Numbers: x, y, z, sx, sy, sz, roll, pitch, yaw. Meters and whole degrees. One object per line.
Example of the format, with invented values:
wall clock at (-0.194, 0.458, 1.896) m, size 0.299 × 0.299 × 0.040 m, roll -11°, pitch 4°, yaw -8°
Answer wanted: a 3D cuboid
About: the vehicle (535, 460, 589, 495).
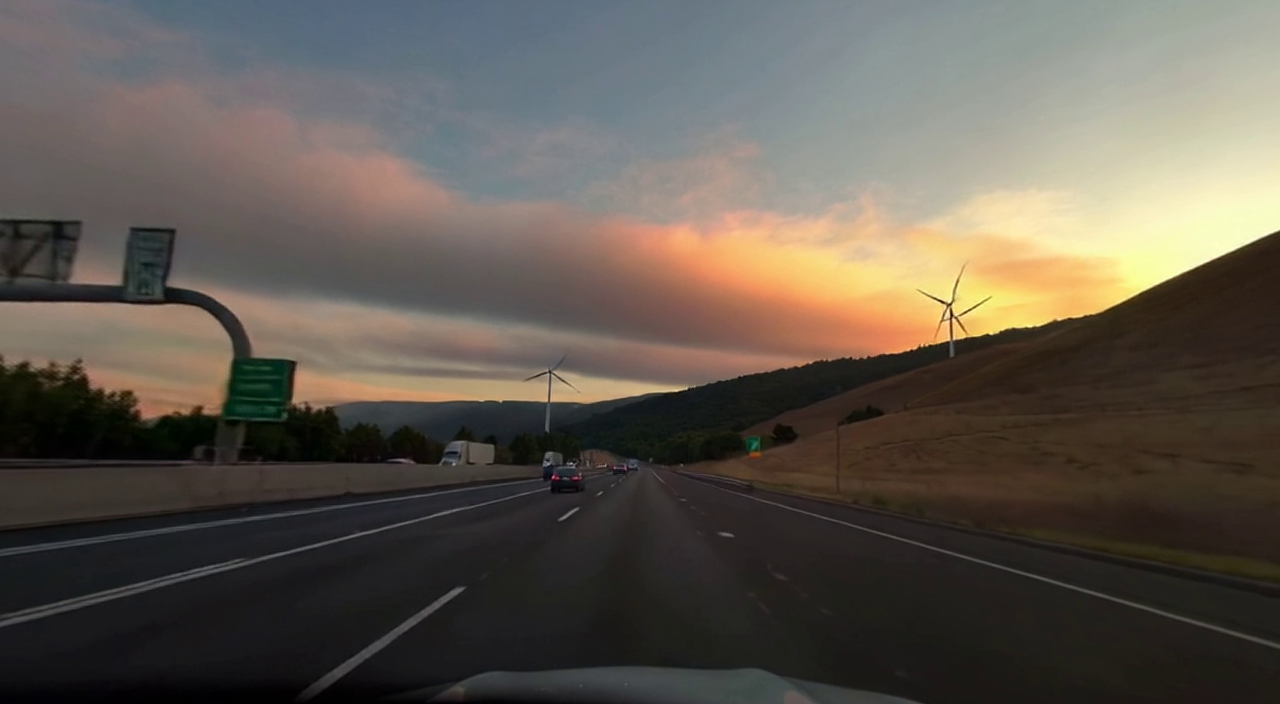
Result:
vehicle at (-3.676, 6.037, 30.584) m, size 2.039 × 1.505 × 4.843 m, roll 1°, pitch -10°, yaw 0°
